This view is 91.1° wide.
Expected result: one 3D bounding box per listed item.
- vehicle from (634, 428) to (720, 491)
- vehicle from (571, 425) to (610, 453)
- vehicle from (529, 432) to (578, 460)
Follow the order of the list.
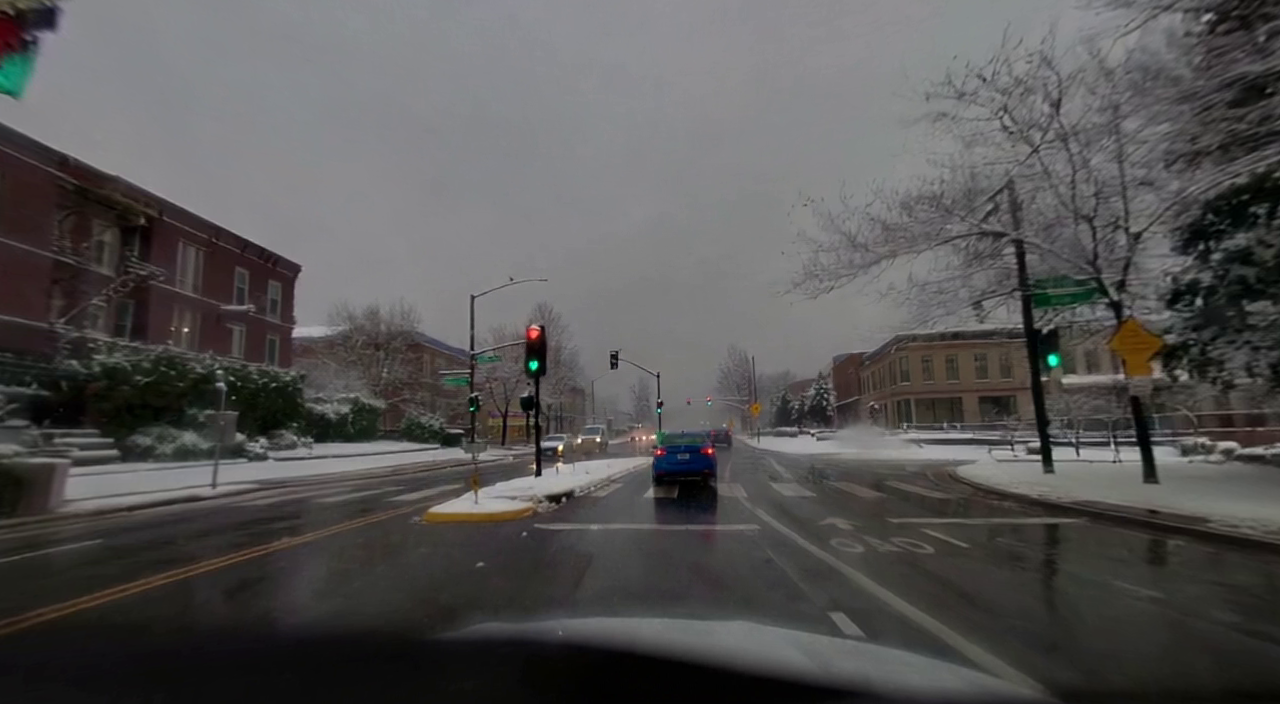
[{"bbox_3d":[0.969,2.714,16.393,1.950,1.401,4.159,-1,-8,4],"label":"vehicle"},{"bbox_3d":[-3.830,6.863,49.776,2.310,2.045,4.763,-1,-8,5],"label":"vehicle"},{"bbox_3d":[-4.910,5.392,36.183,1.884,1.509,4.416,-1,-8,5],"label":"vehicle"}]
